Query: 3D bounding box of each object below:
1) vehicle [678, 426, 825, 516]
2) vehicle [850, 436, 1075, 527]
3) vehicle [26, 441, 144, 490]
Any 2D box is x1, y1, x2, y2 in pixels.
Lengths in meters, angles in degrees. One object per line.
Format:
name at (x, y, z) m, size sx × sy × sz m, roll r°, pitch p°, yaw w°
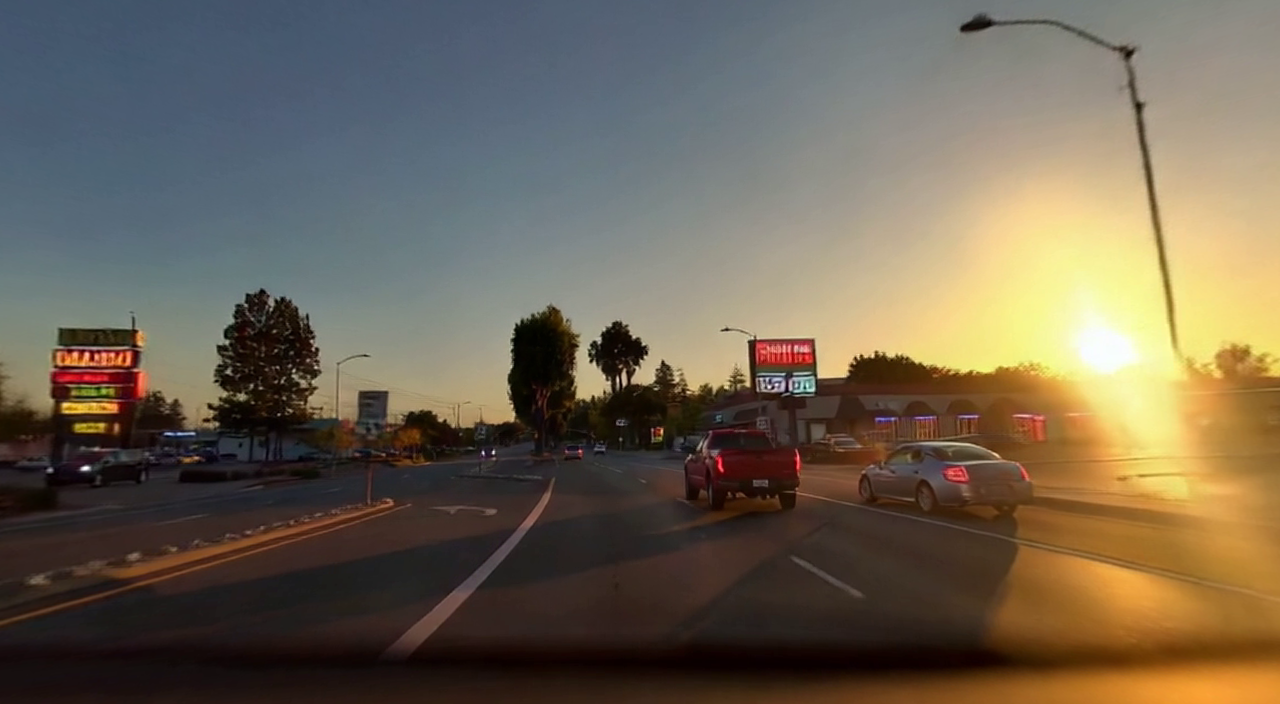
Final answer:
vehicle at (2.352, 2.713, 14.962) m, size 2.214 × 1.749 × 4.998 m, roll 1°, pitch -9°, yaw -4°
vehicle at (6.081, 2.465, 12.648) m, size 1.986 × 1.480 × 4.296 m, roll 1°, pitch -8°, yaw -4°
vehicle at (-32.465, 6.607, 37.294) m, size 2.217 × 2.629 × 5.839 m, roll 1°, pitch -9°, yaw -9°
